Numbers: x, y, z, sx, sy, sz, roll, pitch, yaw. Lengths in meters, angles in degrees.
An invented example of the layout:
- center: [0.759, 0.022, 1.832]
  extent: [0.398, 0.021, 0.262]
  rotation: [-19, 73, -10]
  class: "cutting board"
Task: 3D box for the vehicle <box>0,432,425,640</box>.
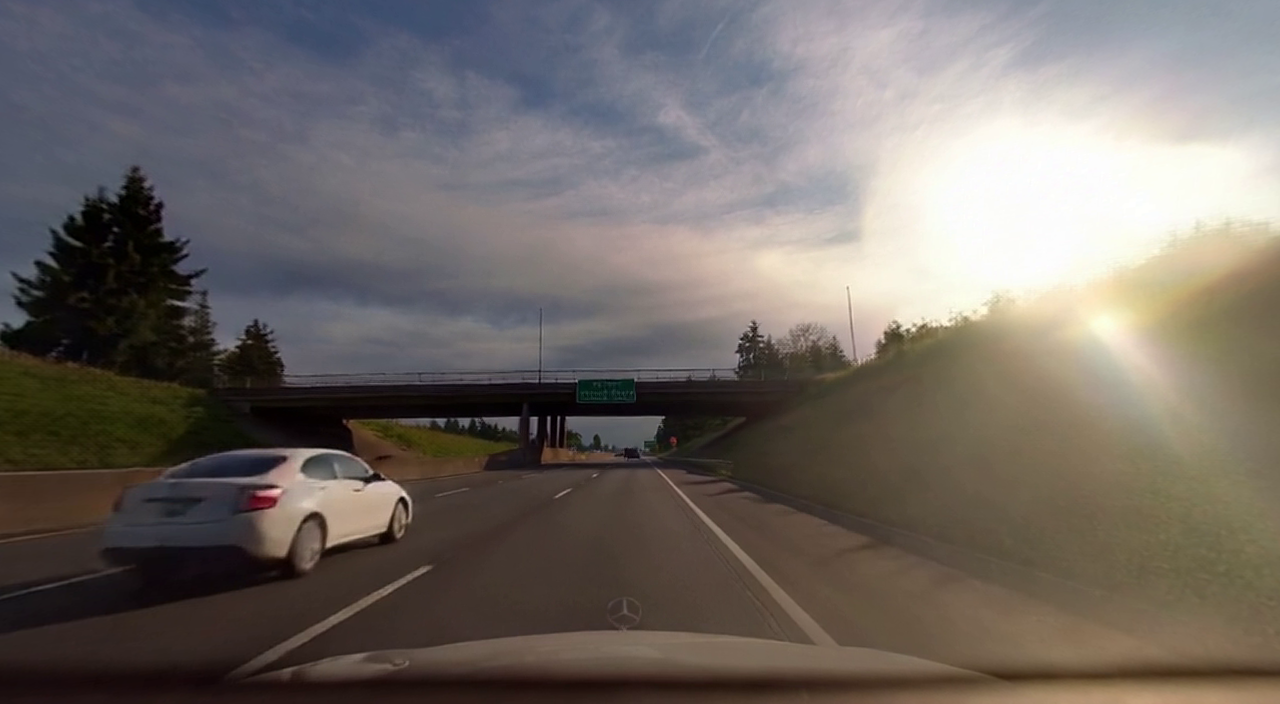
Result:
- center: [-4.043, 1.675, 6.750]
  extent: [1.992, 1.504, 4.117]
  rotation: [0, -9, 0]
  class: "vehicle"
